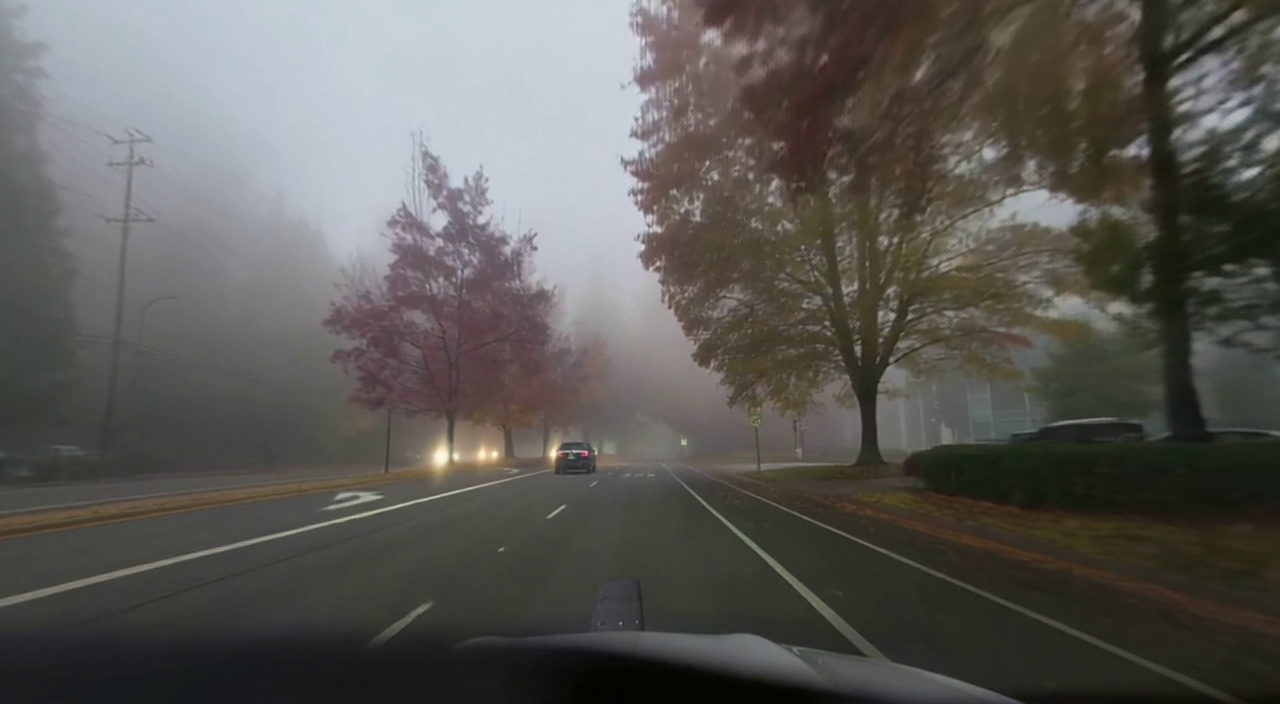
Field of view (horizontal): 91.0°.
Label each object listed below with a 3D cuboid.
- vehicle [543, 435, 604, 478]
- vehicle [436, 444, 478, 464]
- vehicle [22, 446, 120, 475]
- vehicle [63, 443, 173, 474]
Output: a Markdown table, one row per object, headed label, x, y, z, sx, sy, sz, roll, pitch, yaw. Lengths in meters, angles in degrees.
| label | x | y | z | sx | sy | sz | roll | pitch | yaw |
| --- | --- | --- | --- | --- | --- | --- | --- | --- | --- |
| vehicle | -2.934 | 4.771 | 28.858 | 2.112 | 1.779 | 4.489 | 0 | -9 | 3 |
| vehicle | -14.376 | 8.068 | 49.846 | 1.893 | 1.491 | 4.711 | 0 | -9 | 0 |
| vehicle | -33.606 | 6.403 | 37.262 | 3.856 | 1.655 | 1.842 | 1 | -9 | -3 |
| vehicle | -32.844 | 6.706 | 39.729 | 4.858 | 1.849 | 2.112 | 1 | -9 | -2 |
